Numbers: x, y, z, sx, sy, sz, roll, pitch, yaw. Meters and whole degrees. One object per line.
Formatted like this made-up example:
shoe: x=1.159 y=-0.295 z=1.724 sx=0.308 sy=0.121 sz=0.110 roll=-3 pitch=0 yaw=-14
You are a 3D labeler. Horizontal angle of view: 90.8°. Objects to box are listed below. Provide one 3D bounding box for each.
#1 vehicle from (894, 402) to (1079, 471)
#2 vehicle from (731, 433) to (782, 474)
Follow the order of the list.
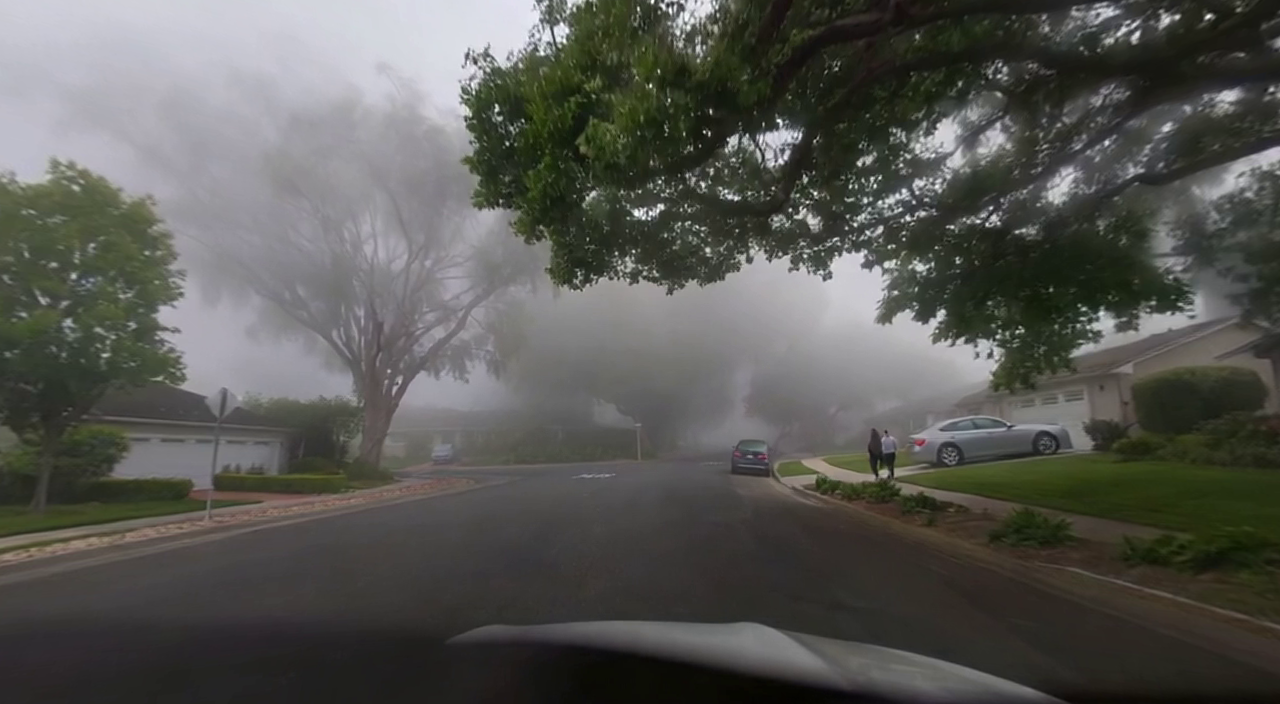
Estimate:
vehicle: x=11.450 y=2.854 z=21.213 sx=4.780 sy=1.765 sz=2.103 roll=-6 pitch=-9 yaw=3
vehicle: x=5.562 y=4.778 z=29.868 sx=2.053 sy=1.737 sz=4.375 roll=-2 pitch=-9 yaw=14
